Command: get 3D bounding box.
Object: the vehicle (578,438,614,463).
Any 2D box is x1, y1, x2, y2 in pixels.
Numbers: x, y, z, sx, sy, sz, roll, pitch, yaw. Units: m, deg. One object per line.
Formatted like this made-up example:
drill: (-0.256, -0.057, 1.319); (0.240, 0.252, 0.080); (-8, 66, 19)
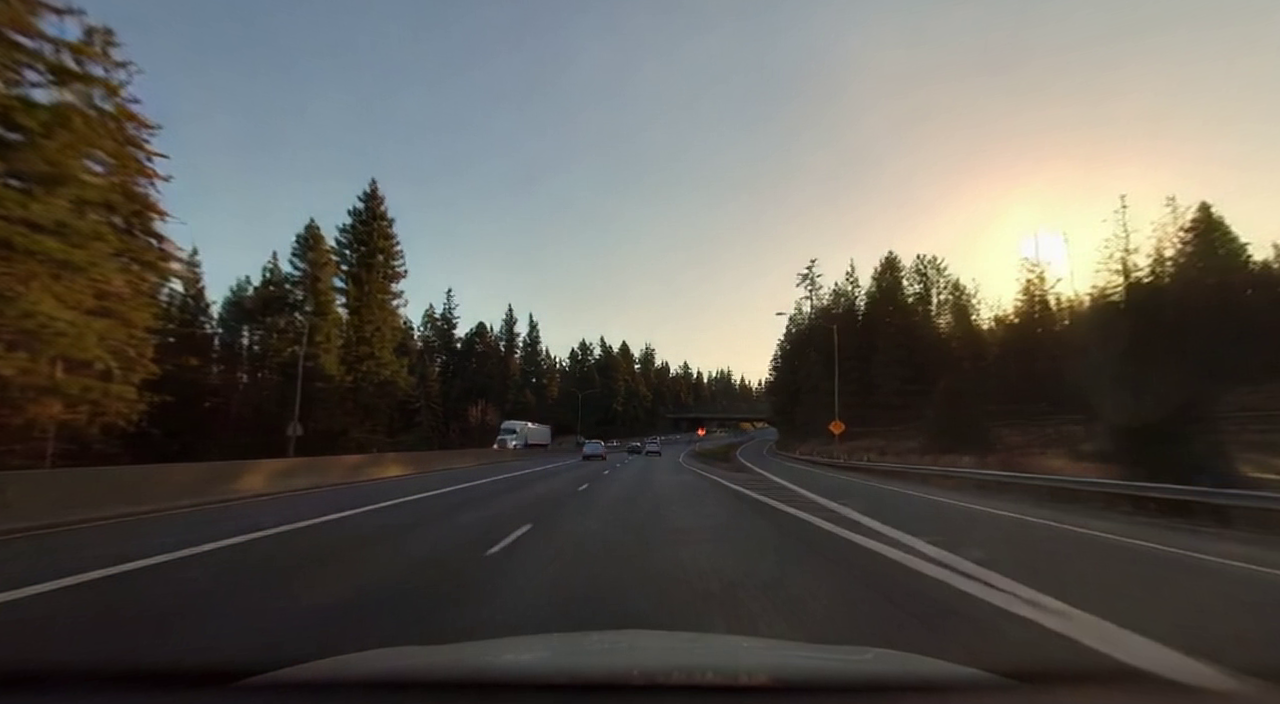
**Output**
vehicle: (-3.157, 7.178, 46.018); (2.129, 1.742, 4.217); (-1, -8, 3)
